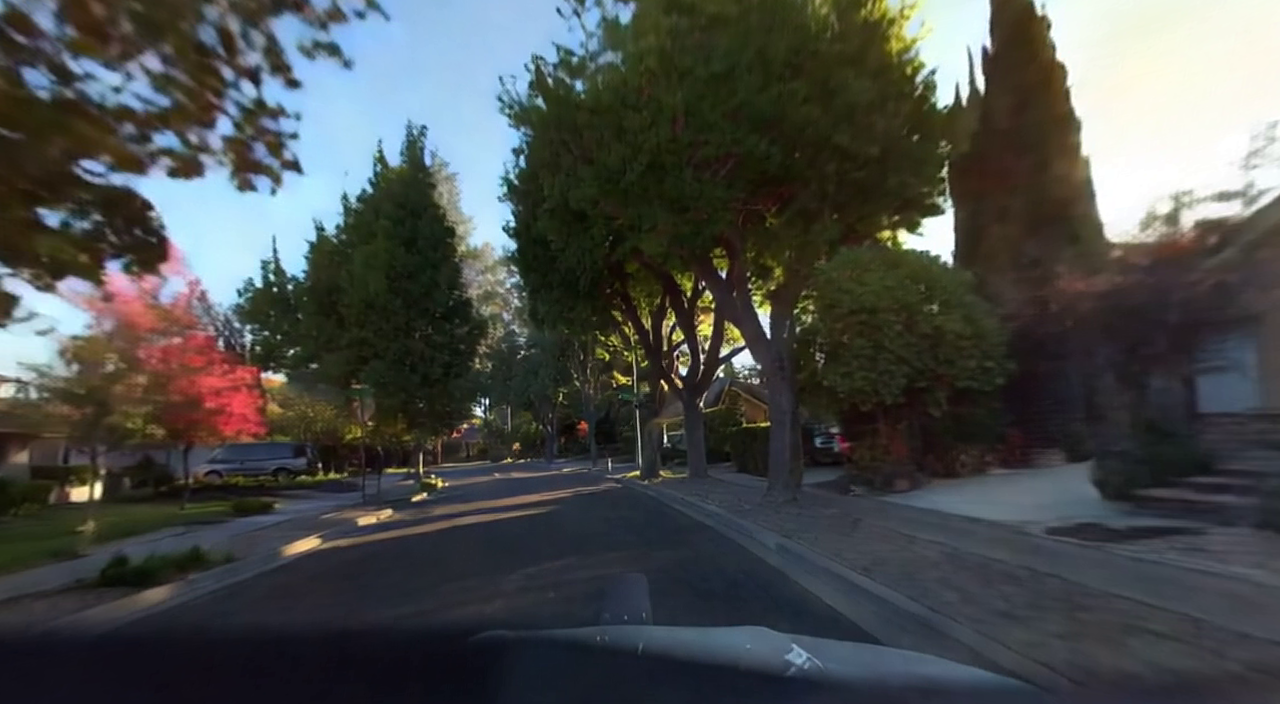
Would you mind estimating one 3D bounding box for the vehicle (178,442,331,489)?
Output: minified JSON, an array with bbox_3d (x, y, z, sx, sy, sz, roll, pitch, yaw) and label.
[{"bbox_3d":[-14.438,4.248,23.853,4.471,1.638,1.877,1,-8,-8],"label":"vehicle"}]
